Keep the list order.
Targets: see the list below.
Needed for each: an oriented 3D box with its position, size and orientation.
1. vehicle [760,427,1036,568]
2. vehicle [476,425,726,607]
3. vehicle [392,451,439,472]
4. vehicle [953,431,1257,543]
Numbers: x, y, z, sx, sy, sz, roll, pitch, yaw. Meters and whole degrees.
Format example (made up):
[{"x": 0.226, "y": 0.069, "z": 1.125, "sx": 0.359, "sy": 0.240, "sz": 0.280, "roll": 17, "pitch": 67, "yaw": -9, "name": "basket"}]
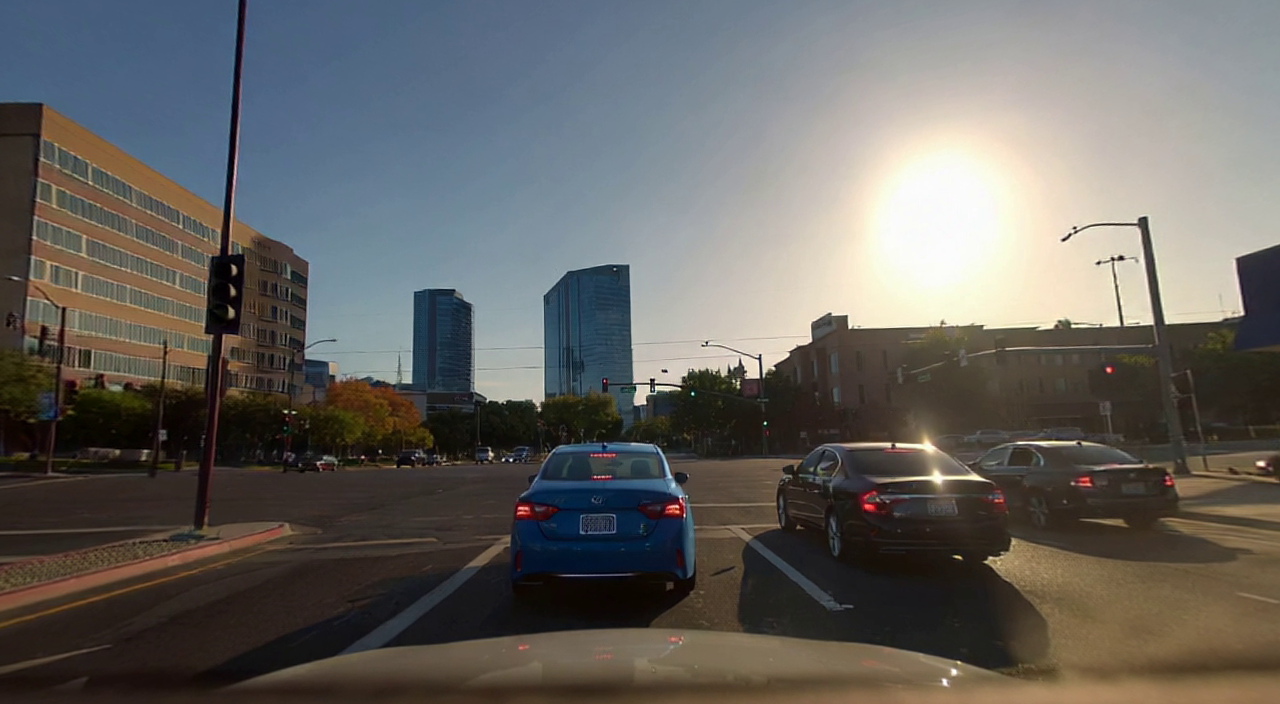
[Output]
[{"x": 3.214, "y": 1.887, "z": 8.970, "sx": 2.042, "sy": 1.508, "sz": 4.109, "roll": 0, "pitch": -8, "yaw": -2, "name": "vehicle"}, {"x": -0.369, "y": 1.653, "z": 7.287, "sx": 2.059, "sy": 1.477, "sz": 3.988, "roll": 0, "pitch": -8, "yaw": -1, "name": "vehicle"}, {"x": -17.141, "y": 8.335, "z": 48.373, "sx": 2.048, "sy": 1.463, "sz": 4.530, "roll": 0, "pitch": -8, "yaw": -1, "name": "vehicle"}, {"x": 7.443, "y": 2.164, "z": 10.787, "sx": 1.908, "sy": 1.517, "sz": 4.182, "roll": 0, "pitch": -8, "yaw": -1, "name": "vehicle"}]
